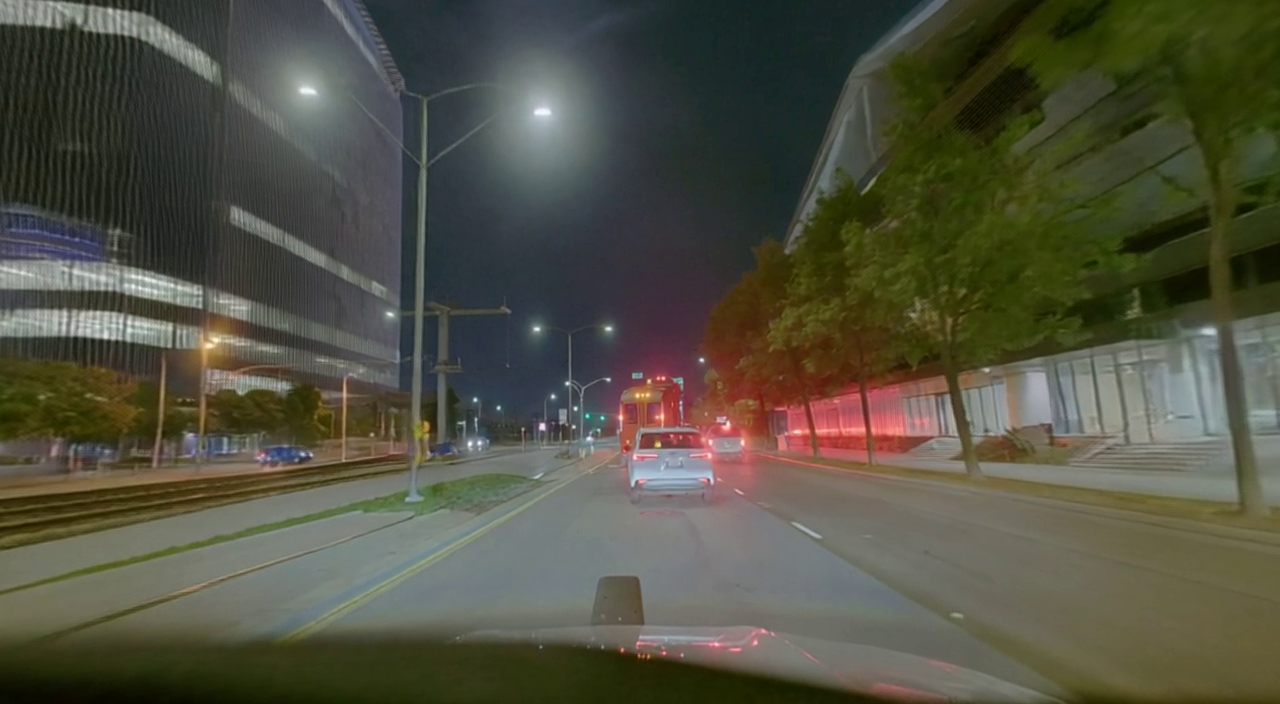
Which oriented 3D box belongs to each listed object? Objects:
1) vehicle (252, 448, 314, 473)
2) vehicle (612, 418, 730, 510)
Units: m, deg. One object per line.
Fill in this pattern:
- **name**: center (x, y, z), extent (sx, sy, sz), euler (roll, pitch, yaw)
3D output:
- **vehicle**: center (-23.423, 7.106, 41.471), extent (1.900, 1.465, 4.781), euler (1, -9, -8)
- **vehicle**: center (0.541, 2.387, 13.785), extent (2.190, 1.684, 4.084), euler (0, -9, -1)
